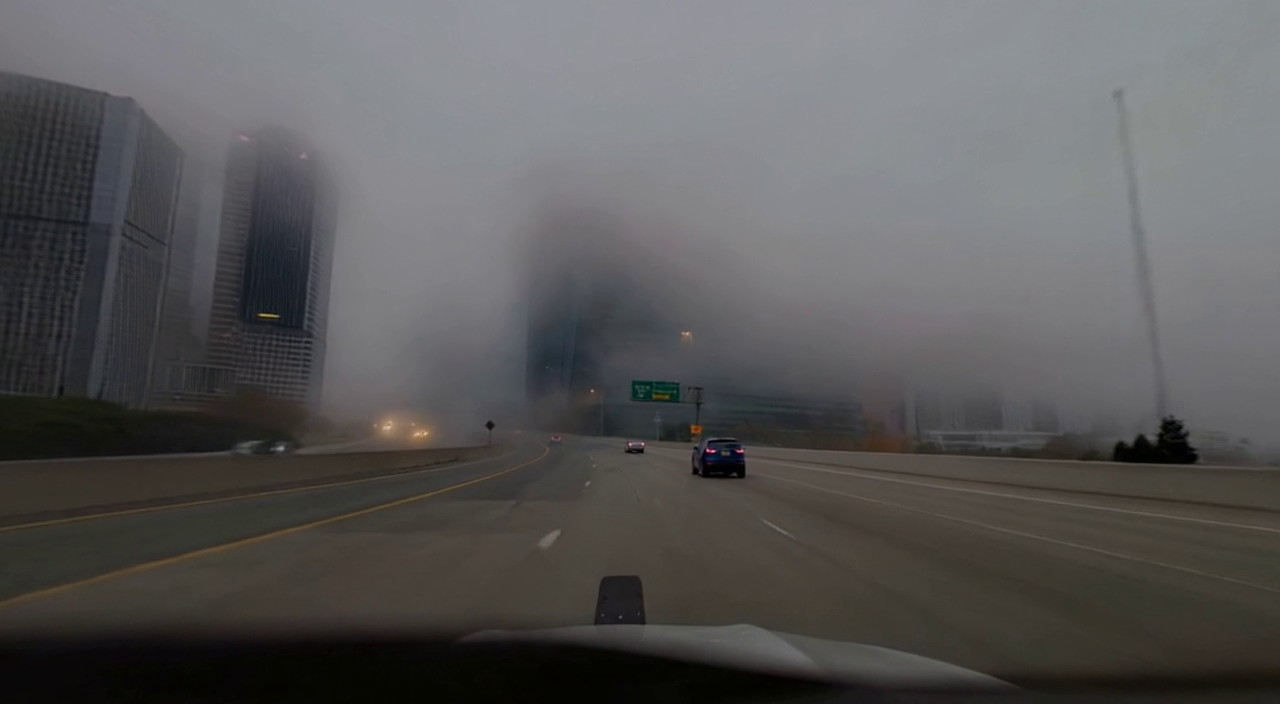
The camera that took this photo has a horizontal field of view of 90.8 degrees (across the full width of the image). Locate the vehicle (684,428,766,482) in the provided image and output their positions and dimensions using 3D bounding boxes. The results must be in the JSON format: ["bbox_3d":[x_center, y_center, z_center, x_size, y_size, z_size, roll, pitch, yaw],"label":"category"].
[{"bbox_3d":[3.004,3.785,23.436,2.110,1.780,4.682,0,-8,-3],"label":"vehicle"}]

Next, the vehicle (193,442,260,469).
[{"bbox_3d":[-26.854,6.694,41.191,1.822,1.634,4.060,0,-8,-5],"label":"vehicle"}]
